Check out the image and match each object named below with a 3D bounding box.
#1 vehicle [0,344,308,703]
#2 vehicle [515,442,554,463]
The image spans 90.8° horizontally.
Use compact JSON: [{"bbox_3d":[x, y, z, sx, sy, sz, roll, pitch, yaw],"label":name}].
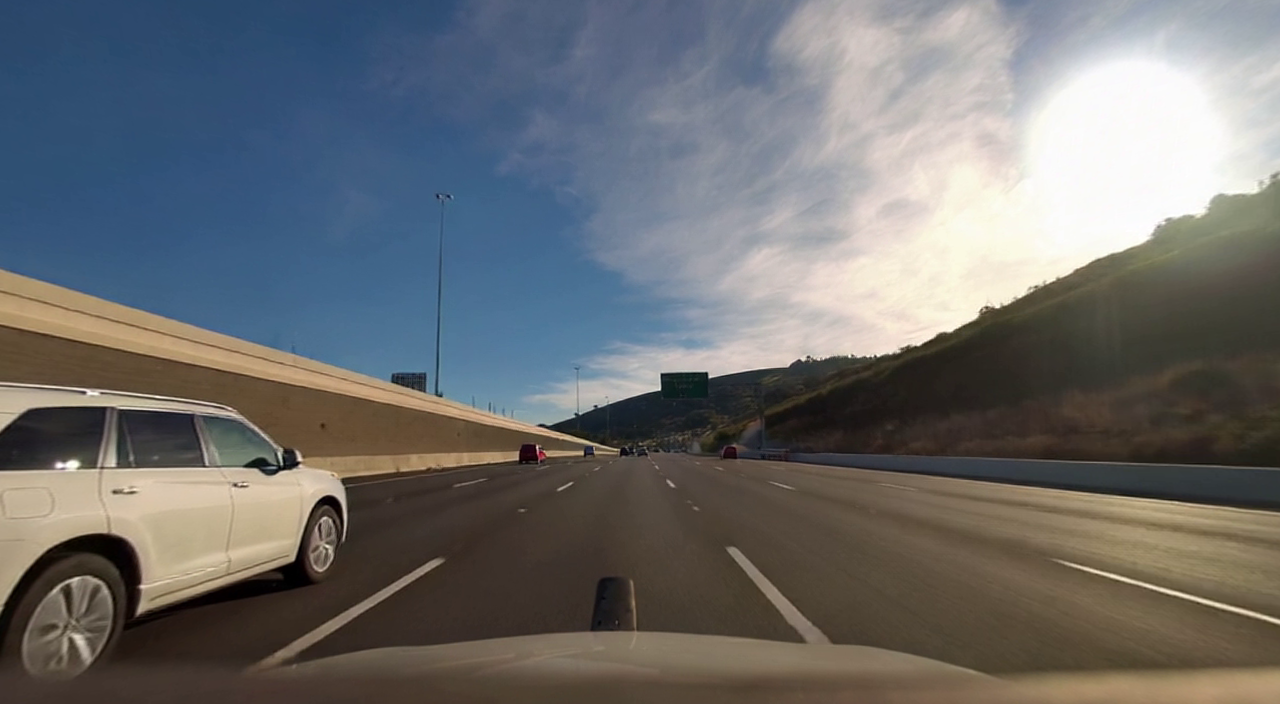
[{"bbox_3d":[-3.606,0.836,2.544,2.047,1.715,4.689,0,-9,-1],"label":"vehicle"},{"bbox_3d":[-7.832,7.556,47.392,2.054,1.474,4.450,0,-9,1],"label":"vehicle"}]
